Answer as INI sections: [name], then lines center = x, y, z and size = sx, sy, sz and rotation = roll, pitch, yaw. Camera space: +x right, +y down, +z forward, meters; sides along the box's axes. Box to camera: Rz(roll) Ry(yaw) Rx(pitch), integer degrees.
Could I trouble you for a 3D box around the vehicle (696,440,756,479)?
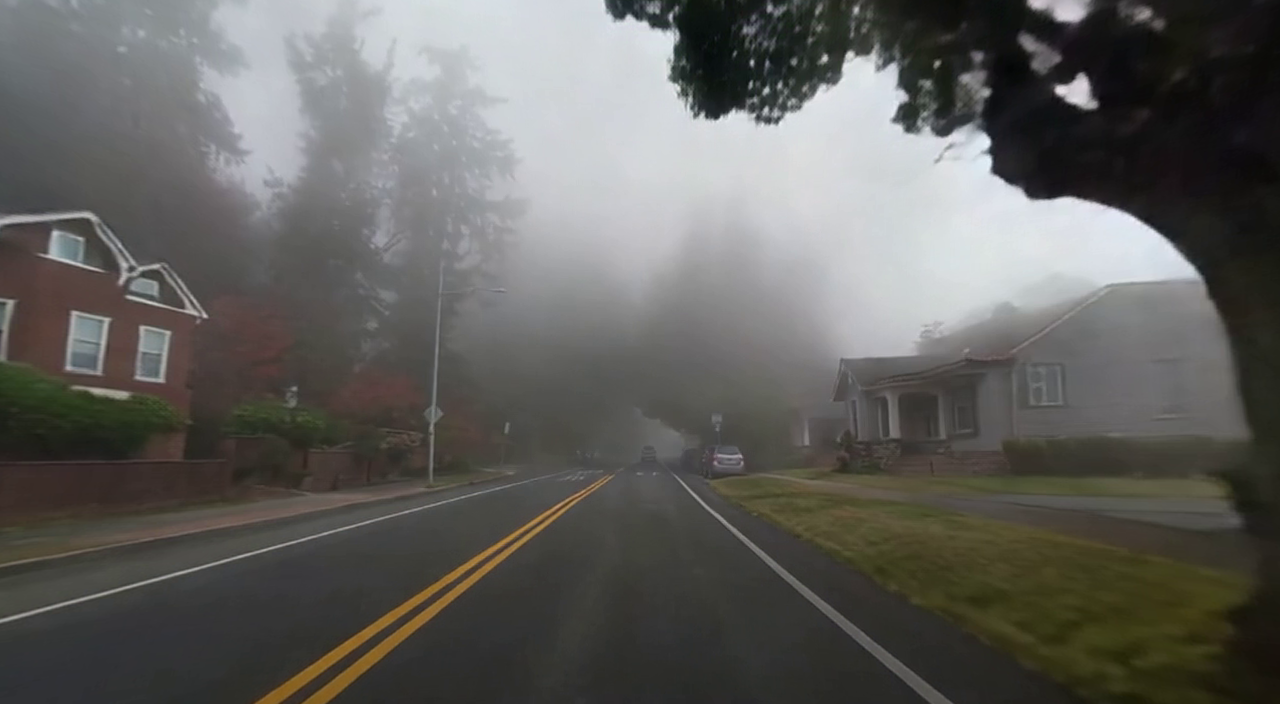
[vehicle]
center = 4.126, 5.273, 31.116
size = 1.937, 1.752, 4.574
rotation = 1, -9, -5
